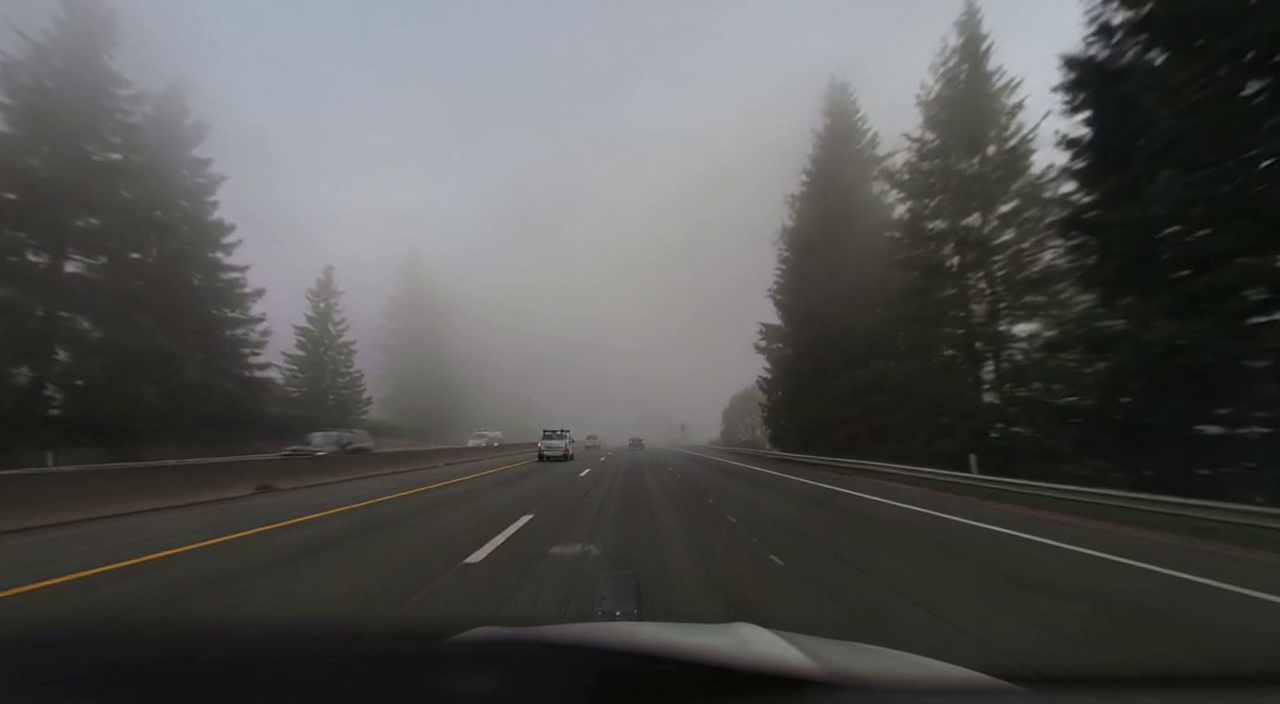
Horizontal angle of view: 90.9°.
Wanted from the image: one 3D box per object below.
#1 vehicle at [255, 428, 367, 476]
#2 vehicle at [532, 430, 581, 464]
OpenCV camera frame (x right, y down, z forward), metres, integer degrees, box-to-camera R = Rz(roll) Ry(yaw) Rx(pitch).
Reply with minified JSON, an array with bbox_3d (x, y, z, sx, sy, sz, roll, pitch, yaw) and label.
[{"bbox_3d":[-12.257,3.734,23.858,1.935,1.645,4.299,0,-8,-1],"label":"vehicle"},{"bbox_3d":[-4.296,4.923,32.883,2.003,1.626,4.256,0,-8,0],"label":"vehicle"}]
